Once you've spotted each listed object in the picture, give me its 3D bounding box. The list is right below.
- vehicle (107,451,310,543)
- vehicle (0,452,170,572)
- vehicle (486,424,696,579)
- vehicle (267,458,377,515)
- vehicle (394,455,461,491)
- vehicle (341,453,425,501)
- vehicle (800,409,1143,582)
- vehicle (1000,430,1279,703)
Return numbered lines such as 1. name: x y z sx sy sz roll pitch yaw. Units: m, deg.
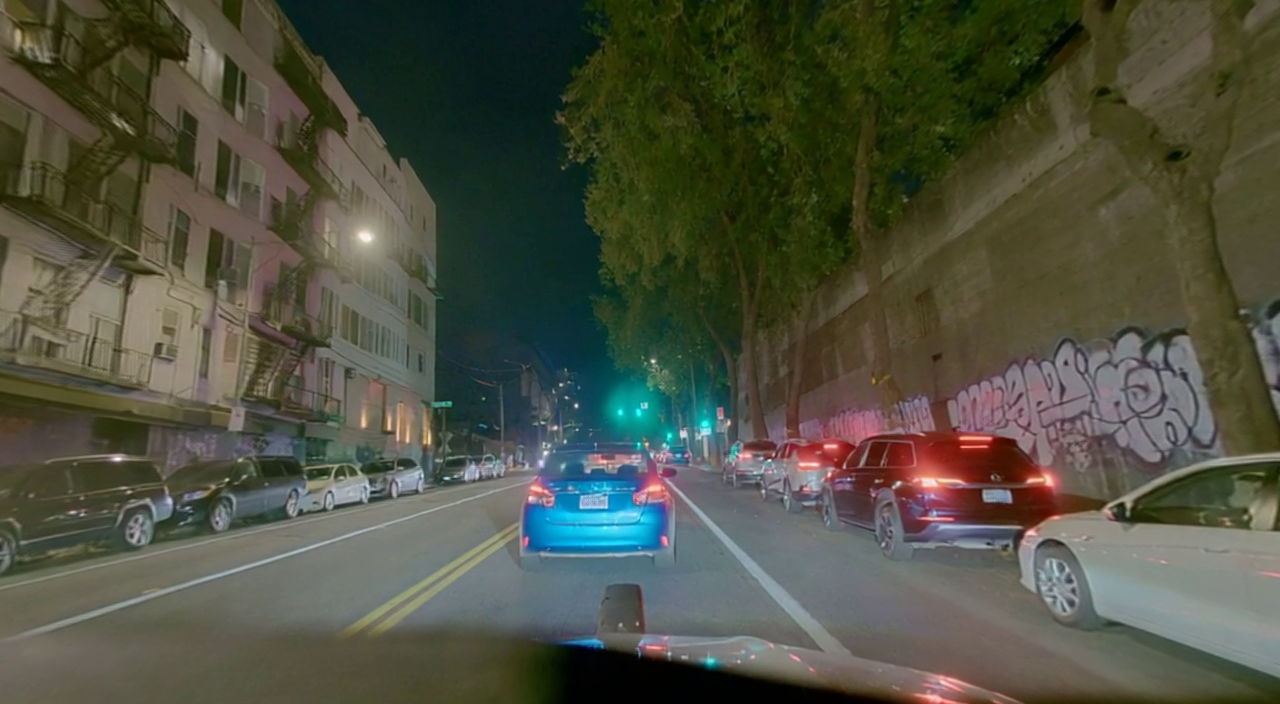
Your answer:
1. vehicle: -10.918 3.610 16.480 2.276 1.741 4.439 -7 -8 -1
2. vehicle: -10.870 2.771 10.949 1.988 1.781 4.827 -6 -8 -3
3. vehicle: -0.514 1.870 8.748 2.166 1.579 4.300 0 -8 0
4. vehicle: -10.986 4.616 22.154 1.741 1.506 4.370 -5 -8 -3
5. vehicle: -11.114 6.317 33.335 1.931 1.499 4.645 -6 -8 -2
6. vehicle: -11.053 5.351 27.443 1.822 1.639 4.144 -8 -8 -1
7. vehicle: 4.197 1.903 9.371 2.097 1.811 5.230 0 -8 -2
8. vehicle: 4.209 1.232 3.317 1.955 1.535 4.266 3 -9 -3
